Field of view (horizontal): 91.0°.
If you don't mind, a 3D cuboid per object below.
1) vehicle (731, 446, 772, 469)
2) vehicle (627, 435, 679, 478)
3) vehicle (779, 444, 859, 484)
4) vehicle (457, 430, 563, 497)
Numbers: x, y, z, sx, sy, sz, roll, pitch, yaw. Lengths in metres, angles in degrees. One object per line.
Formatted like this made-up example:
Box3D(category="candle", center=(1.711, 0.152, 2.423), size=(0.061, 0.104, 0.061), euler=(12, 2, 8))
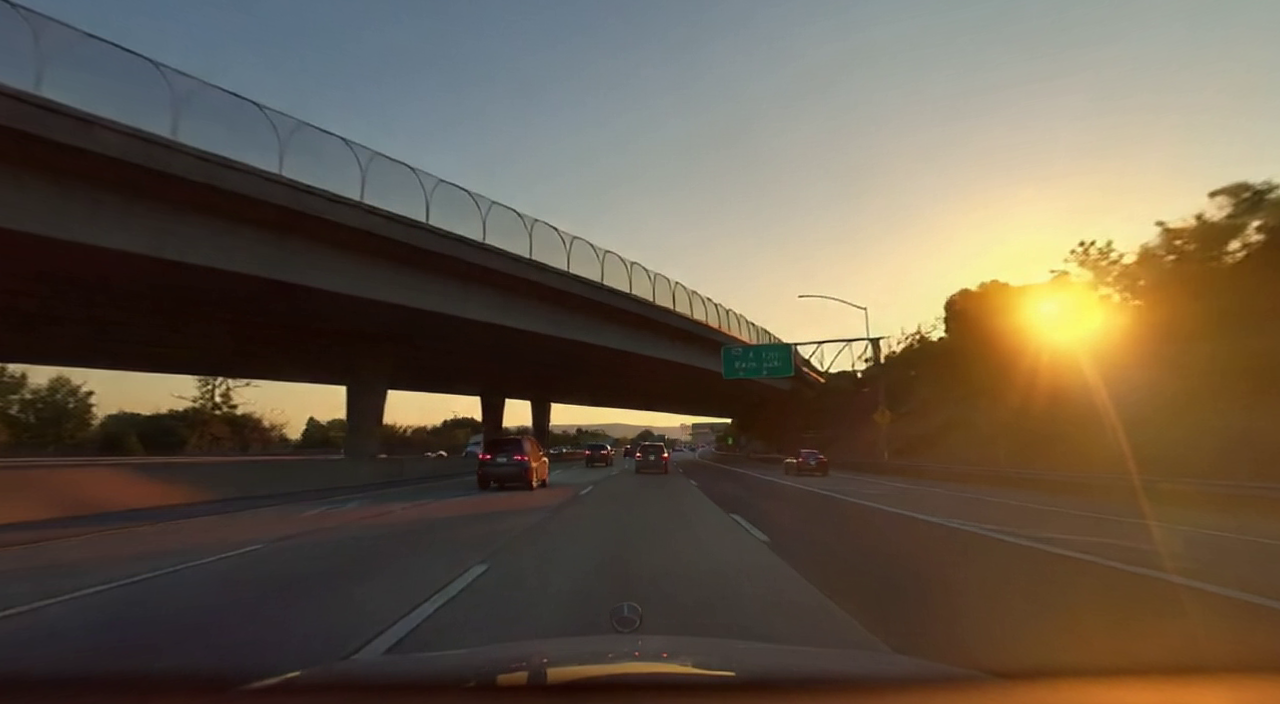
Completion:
Box3D(category="vehicle", center=(7.498, 7.170, 42.884), size=(2.005, 1.456, 4.287), euler=(0, -9, 0))
Box3D(category="vehicle", center=(0.608, 4.954, 29.985), size=(2.270, 1.862, 4.949), euler=(0, -9, 1))
Box3D(category="vehicle", center=(7.125, 4.499, 25.598), size=(1.936, 1.480, 4.373), euler=(0, -9, 0))
Box3D(category="vehicle", center=(-3.746, 3.321, 19.068), size=(2.142, 1.759, 4.297), euler=(0, -9, 2))
